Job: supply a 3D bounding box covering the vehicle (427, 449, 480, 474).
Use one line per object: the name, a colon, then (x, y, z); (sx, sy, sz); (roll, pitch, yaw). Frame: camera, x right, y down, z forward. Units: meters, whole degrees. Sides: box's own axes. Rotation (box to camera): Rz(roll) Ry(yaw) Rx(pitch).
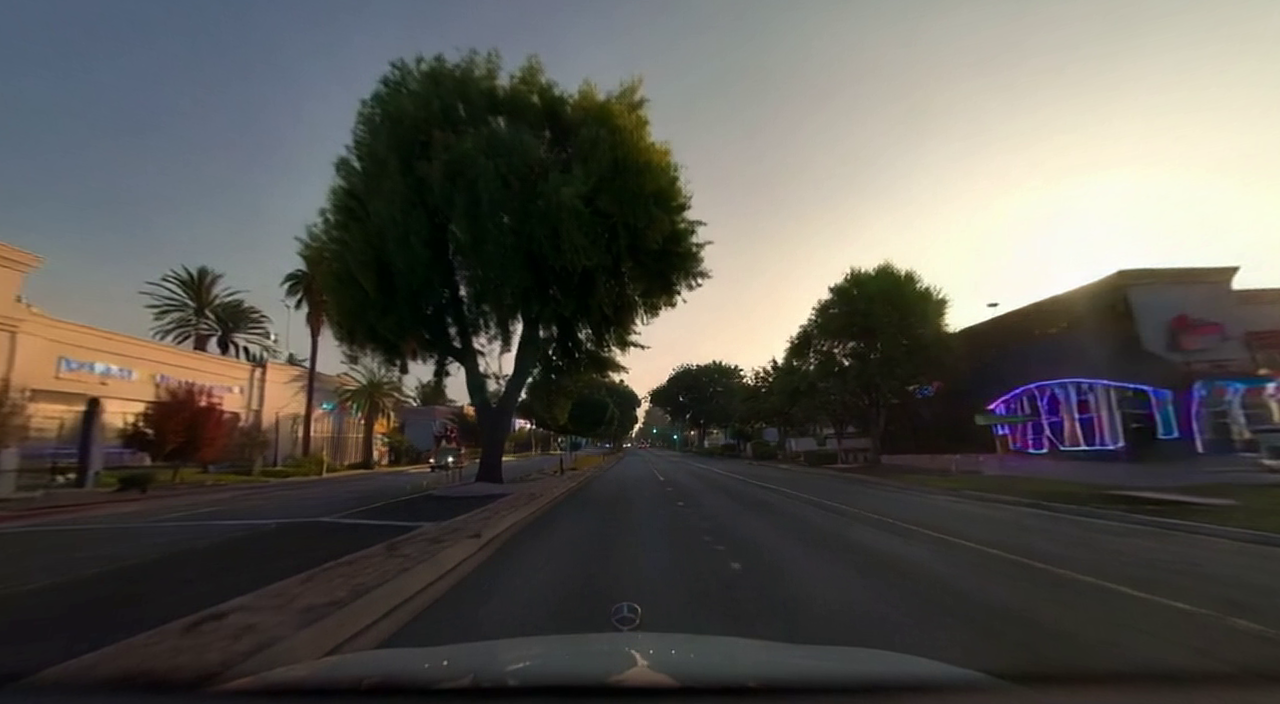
vehicle: (-12.186, 7.159, 41.624); (2.015, 1.484, 4.651); (0, -8, 0)
